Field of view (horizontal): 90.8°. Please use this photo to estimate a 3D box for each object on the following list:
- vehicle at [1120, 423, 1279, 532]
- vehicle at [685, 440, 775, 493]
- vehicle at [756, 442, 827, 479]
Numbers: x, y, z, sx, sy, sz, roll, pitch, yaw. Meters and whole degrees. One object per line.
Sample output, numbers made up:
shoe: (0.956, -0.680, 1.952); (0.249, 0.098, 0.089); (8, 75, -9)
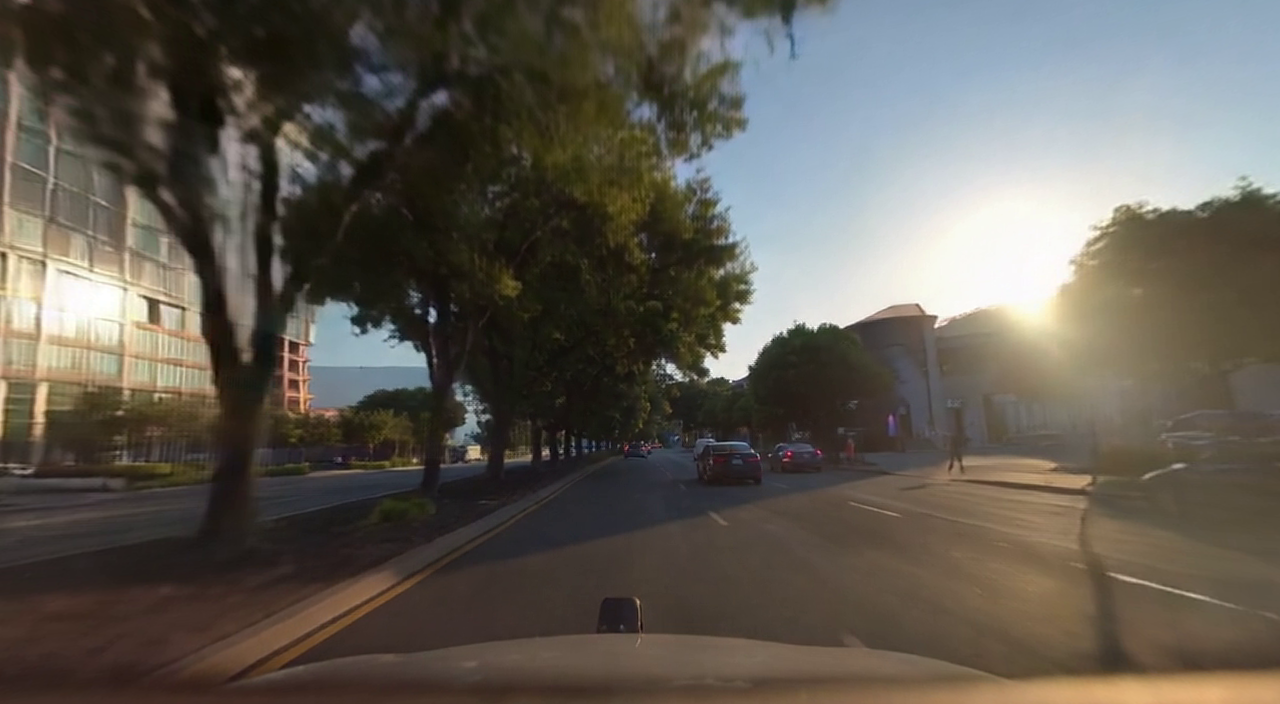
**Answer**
vehicle: (9.954, 1.831, 9.373); (2.003, 1.511, 4.670); (0, -8, 0)
vehicle: (2.739, 3.598, 20.344); (2.131, 1.491, 4.496); (0, -8, -1)
vehicle: (6.357, 4.570, 26.960); (1.912, 1.411, 4.380); (0, -8, 0)
